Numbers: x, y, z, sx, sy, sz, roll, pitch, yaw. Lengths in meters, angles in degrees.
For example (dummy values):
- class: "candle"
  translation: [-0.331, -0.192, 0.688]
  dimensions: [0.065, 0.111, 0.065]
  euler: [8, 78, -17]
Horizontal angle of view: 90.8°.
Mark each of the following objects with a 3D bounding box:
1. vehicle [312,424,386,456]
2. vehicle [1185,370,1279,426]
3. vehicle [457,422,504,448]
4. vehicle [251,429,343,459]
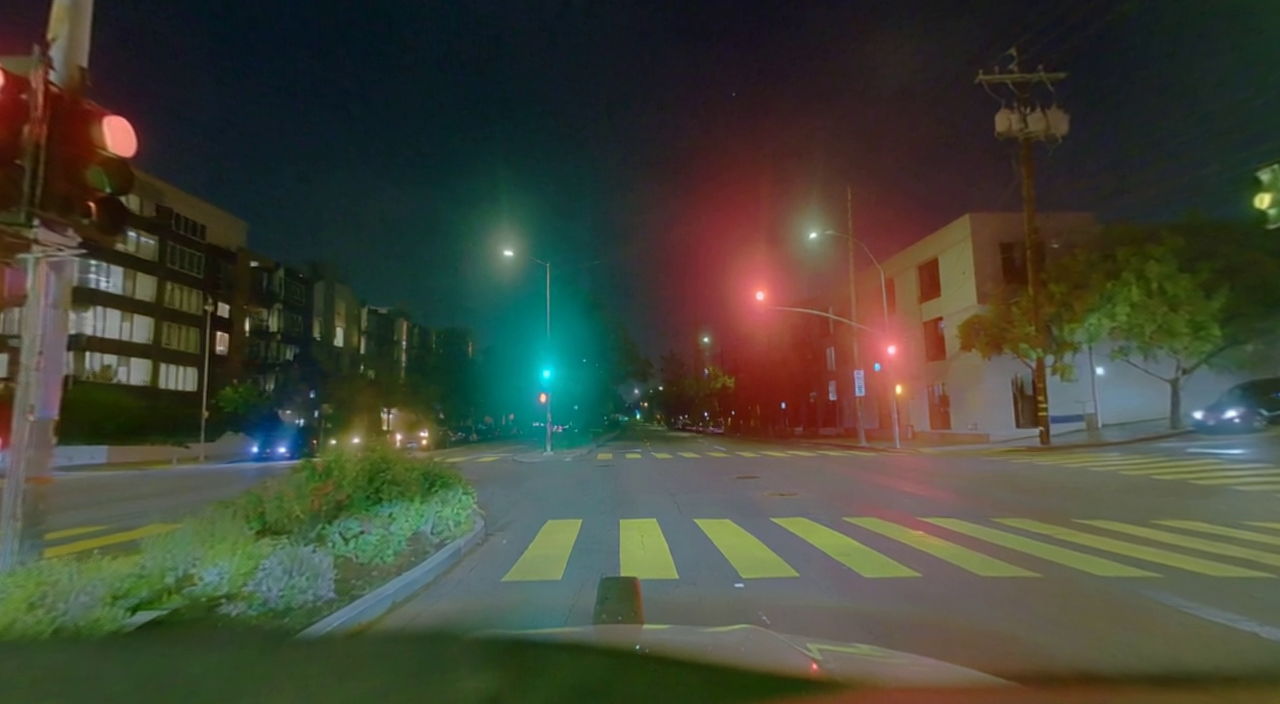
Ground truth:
- class: "vehicle"
  translation: [-18.262, 5.596, 39.955]
  dimensions: [2.225, 1.871, 5.189]
  euler: [0, -9, 0]
- class: "vehicle"
  translation: [22.361, 1.566, 22.343]
  dimensions: [4.531, 1.753, 1.964]
  euler: [-2, -2, -5]
- class: "vehicle"
  translation: [-11.644, 6.125, 46.416]
  dimensions: [2.118, 1.809, 4.591]
  euler: [0, -8, 2]
- class: "vehicle"
  translation: [-18.060, 4.907, 33.623]
  dimensions: [1.939, 1.430, 5.533]
  euler: [0, -9, -2]
